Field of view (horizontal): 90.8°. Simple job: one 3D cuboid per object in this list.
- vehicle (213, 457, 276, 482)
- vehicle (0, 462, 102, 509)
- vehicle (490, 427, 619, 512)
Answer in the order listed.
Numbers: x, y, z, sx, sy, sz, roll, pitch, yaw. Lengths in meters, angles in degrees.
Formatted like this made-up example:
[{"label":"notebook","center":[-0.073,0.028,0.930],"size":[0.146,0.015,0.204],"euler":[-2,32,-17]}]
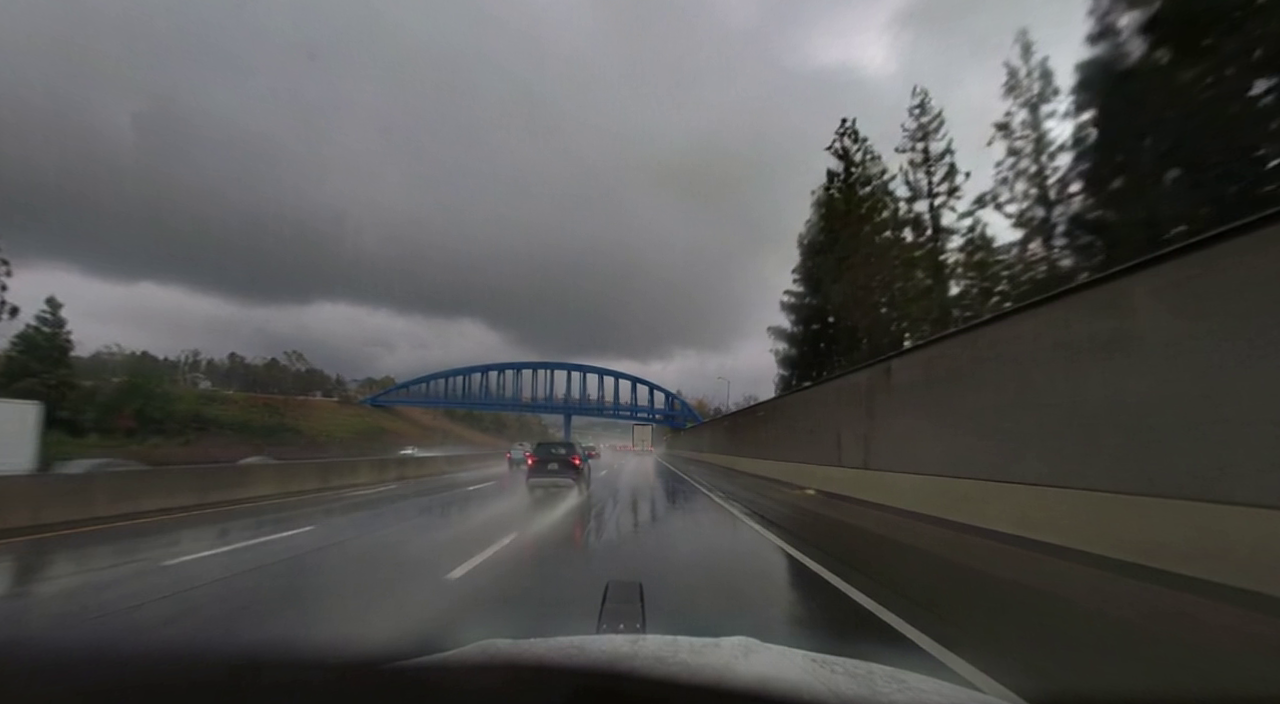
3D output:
[{"label":"vehicle","center":[-25.617,7.594,40.969],"size":[1.749,1.415,3.546],"euler":[0,-9,0]},{"label":"vehicle","center":[-21.537,4.640,22.202],"size":[1.870,1.400,3.724],"euler":[0,-9,0]},{"label":"vehicle","center":[-1.833,2.752,15.229],"size":[2.299,1.716,4.579],"euler":[-1,-9,2]}]
